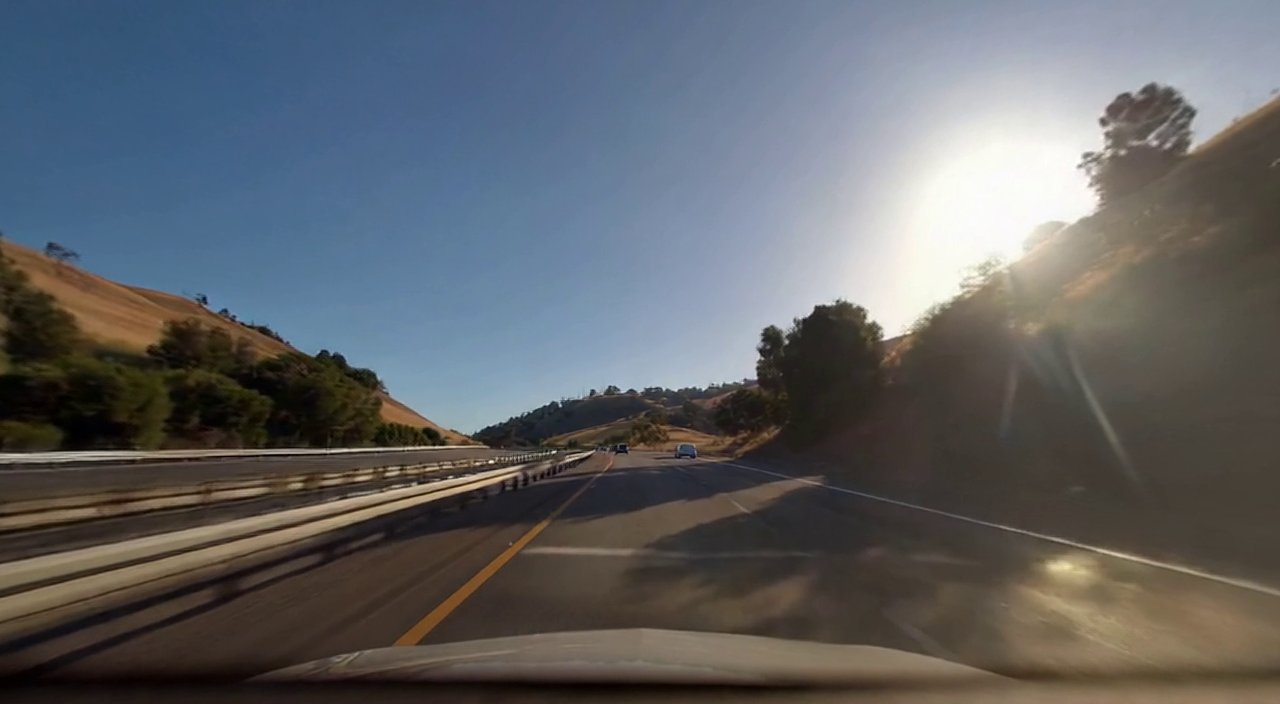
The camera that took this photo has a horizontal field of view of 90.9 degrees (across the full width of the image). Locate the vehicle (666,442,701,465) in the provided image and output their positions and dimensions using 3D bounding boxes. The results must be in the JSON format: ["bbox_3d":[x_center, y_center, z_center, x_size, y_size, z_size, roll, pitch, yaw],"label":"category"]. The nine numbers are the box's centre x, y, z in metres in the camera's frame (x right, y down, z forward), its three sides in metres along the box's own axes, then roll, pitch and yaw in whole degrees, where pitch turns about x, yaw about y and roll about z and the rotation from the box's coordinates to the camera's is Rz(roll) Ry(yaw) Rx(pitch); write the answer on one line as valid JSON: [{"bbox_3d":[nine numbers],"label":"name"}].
[{"bbox_3d":[3.017,7.175,44.808,1.960,1.516,4.657,0,-8,-3],"label":"vehicle"}]
